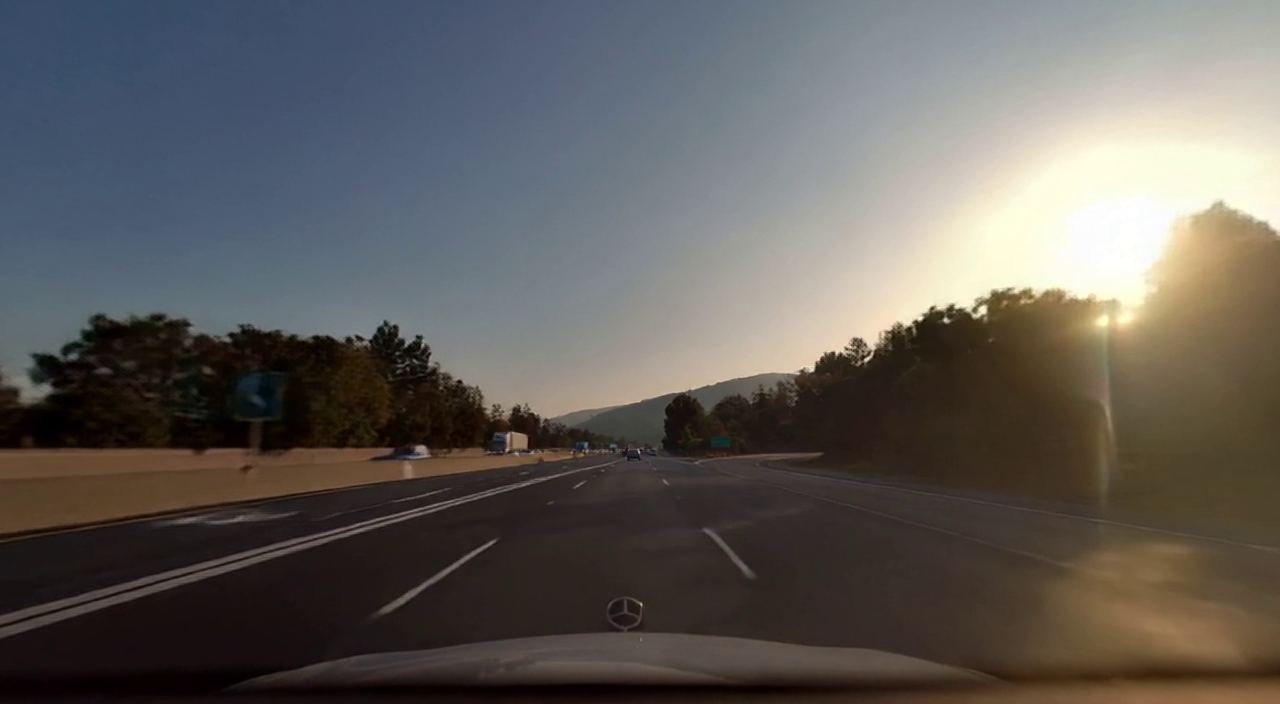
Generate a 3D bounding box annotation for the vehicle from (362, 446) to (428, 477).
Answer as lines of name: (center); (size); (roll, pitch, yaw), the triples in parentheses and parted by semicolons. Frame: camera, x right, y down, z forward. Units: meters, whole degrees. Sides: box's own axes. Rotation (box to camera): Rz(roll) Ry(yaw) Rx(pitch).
vehicle: (-15.401, 6.879, 40.024); (2.108, 1.829, 4.841); (0, -9, 1)
